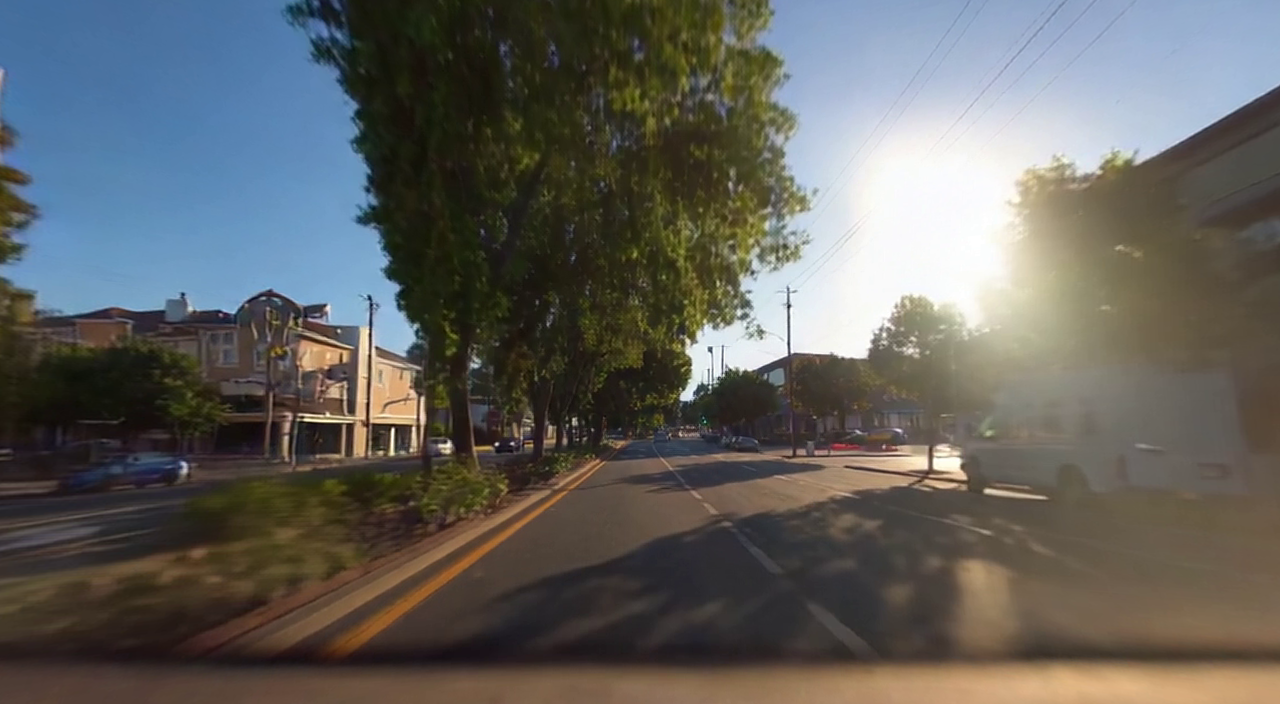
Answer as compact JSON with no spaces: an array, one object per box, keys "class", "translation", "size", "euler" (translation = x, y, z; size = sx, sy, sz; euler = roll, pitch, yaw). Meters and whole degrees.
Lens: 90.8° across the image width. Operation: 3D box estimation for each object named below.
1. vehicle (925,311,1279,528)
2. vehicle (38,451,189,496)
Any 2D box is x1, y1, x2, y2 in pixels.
[{"class":"vehicle","translation":[9.652,1.636,14.002],"size":[2.684,3.381,8.336],"euler":[0,-9,0]},{"class":"vehicle","translation":[-19.518,4.493,23.748],"size":[1.813,1.465,4.454],"euler":[0,-9,0]}]
